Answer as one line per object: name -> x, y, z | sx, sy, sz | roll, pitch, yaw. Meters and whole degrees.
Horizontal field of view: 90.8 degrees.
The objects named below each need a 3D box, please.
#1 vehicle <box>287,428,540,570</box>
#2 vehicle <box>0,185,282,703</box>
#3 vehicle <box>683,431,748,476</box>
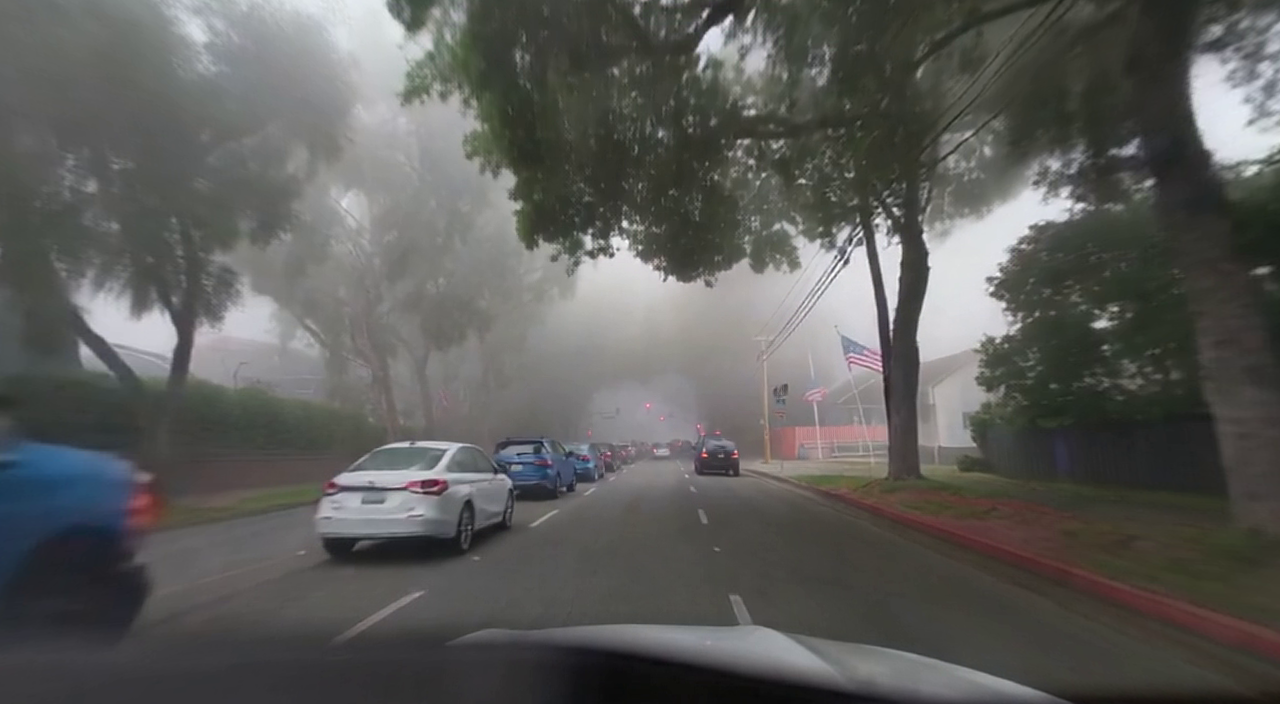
vehicle -> -2.740, 1.859, 8.752 | 1.807, 1.475, 3.952 | -1, -8, 4
vehicle -> -3.144, 0.358, 0.651 | 2.405, 2.058, 5.193 | 0, -8, 1
vehicle -> 3.026, 4.199, 26.386 | 2.258, 1.682, 4.635 | 0, -8, 2
